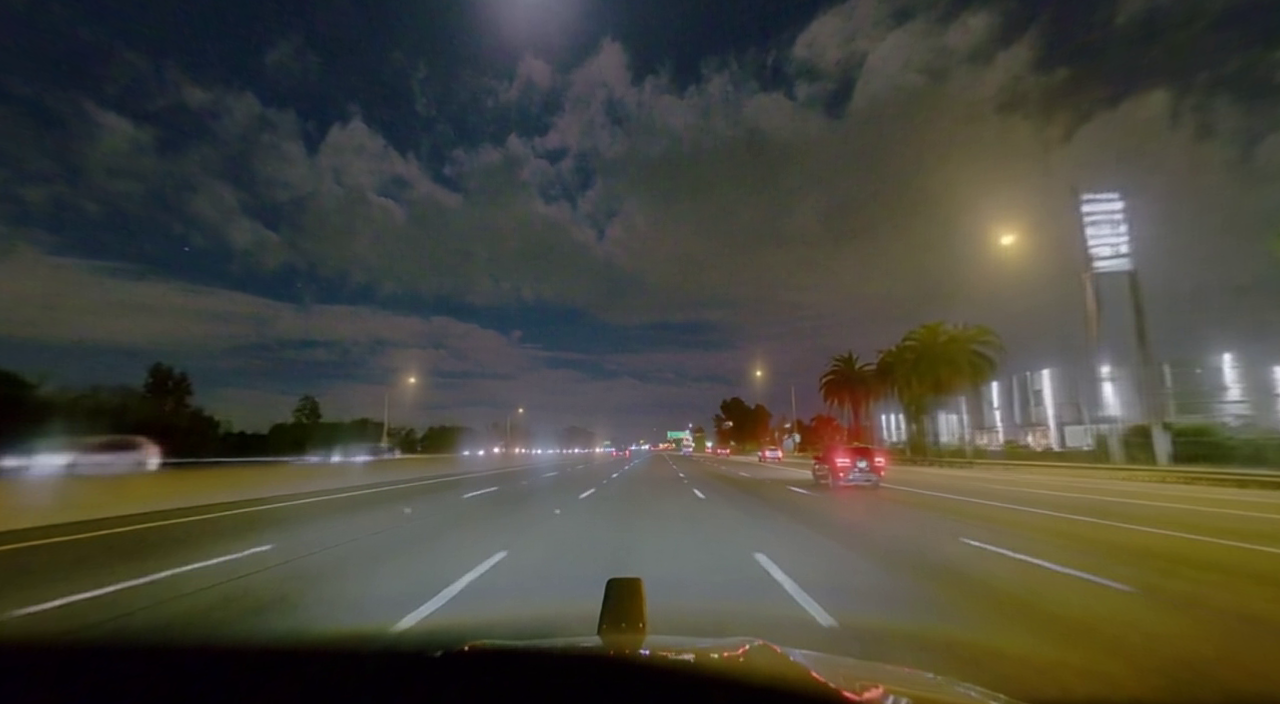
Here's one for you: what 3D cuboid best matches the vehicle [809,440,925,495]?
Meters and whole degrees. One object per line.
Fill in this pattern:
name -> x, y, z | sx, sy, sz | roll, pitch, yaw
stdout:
vehicle -> 7.177, 3.686, 20.575 | 2.071, 1.543, 4.702 | 0, -8, 1

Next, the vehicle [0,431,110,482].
vehicle -> -22.180, 3.739, 22.675 | 2.007, 1.687, 4.700 | 0, -8, 2

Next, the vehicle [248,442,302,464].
vehicle -> -28.400, 7.862, 49.230 | 1.760, 1.564, 3.931 | -1, -8, 2

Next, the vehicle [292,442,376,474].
vehicle -> -15.109, 5.245, 31.411 | 1.789, 1.486, 4.434 | -1, -8, 3
